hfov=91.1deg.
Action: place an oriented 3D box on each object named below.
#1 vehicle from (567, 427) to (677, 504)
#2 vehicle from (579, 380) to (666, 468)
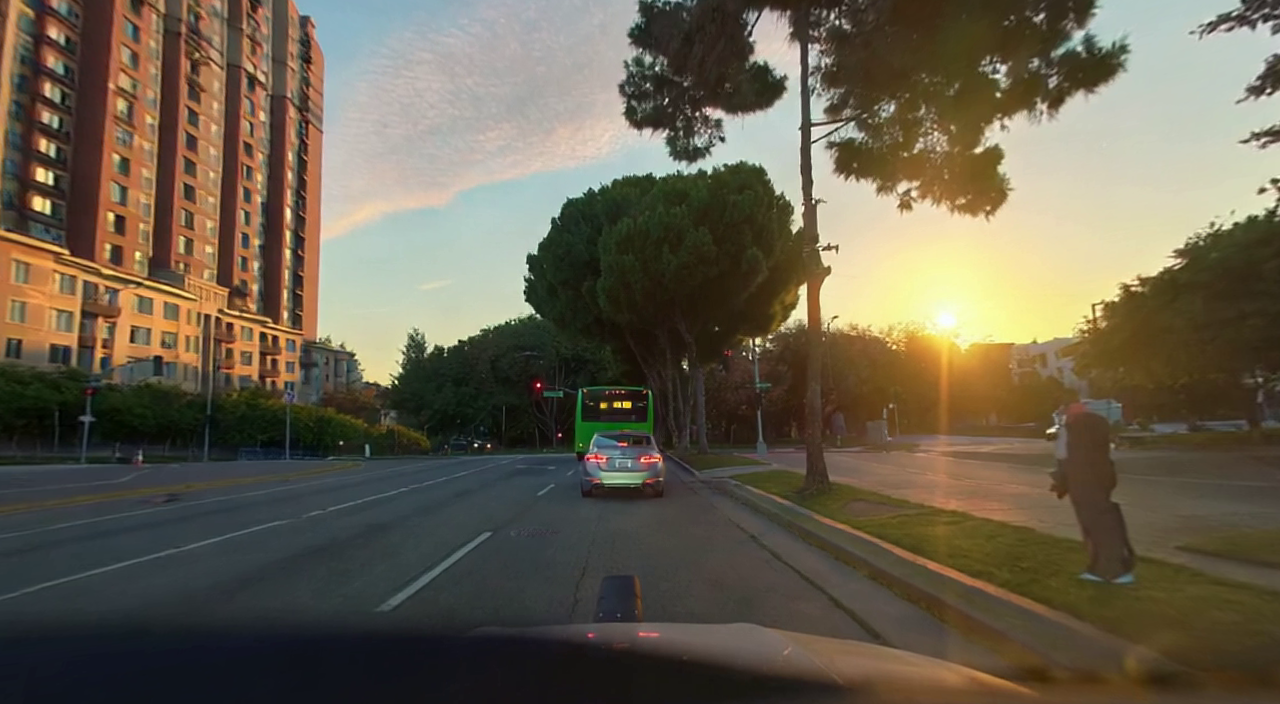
[{"bbox_3d":[-0.385,2.410,13.887,2.064,1.452,3.942,0,-8,-1],"label":"vehicle"},{"bbox_3d":[-0.374,3.453,29.104,2.900,3.182,12.613,0,-8,3],"label":"vehicle"}]
